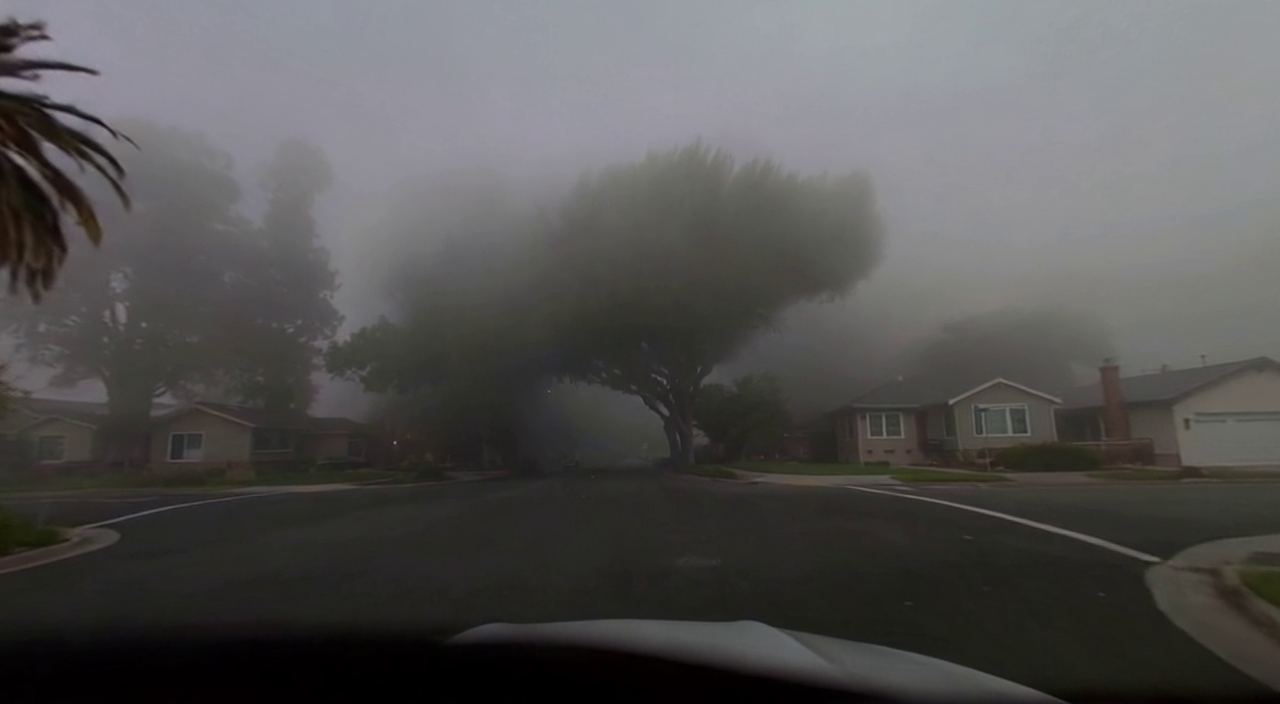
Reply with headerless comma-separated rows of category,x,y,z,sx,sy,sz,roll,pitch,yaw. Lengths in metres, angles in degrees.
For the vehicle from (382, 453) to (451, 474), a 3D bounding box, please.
vehicle,-16.452,8.227,46.671,4.358,1.516,2.077,1,-9,-4
